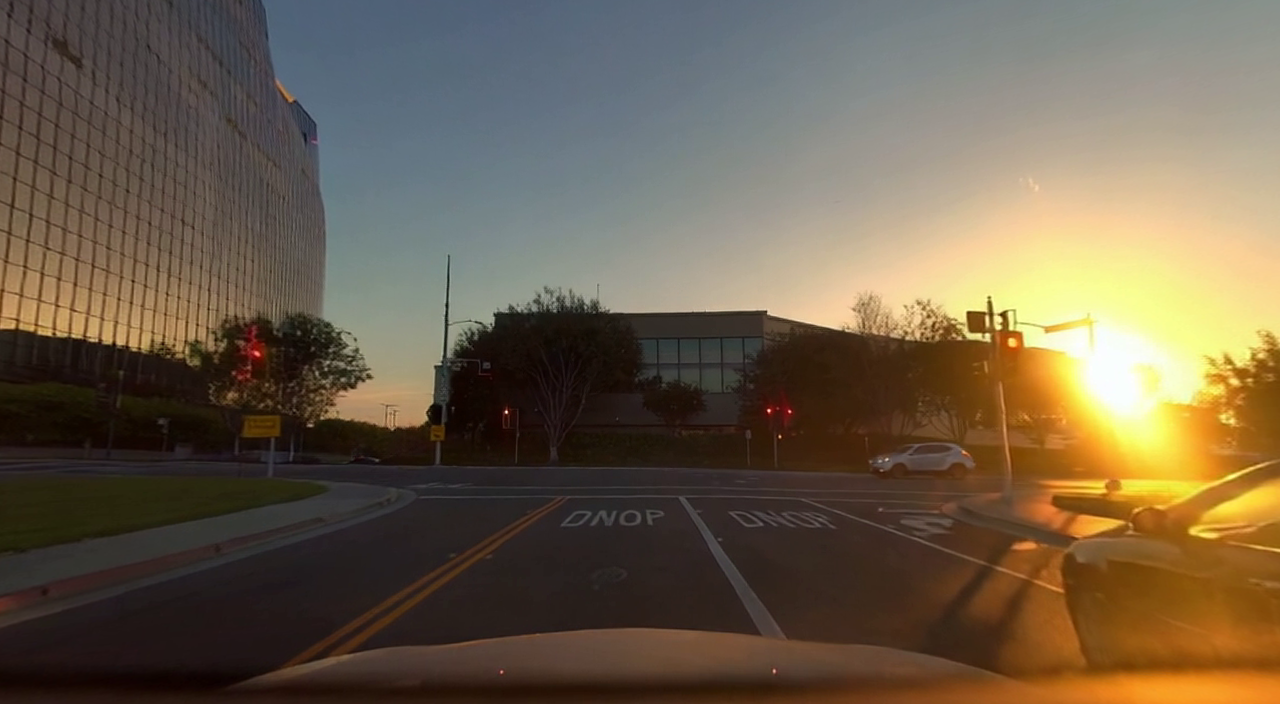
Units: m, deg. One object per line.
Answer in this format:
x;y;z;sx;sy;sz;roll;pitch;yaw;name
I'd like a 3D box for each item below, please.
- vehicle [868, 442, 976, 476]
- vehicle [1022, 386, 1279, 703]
14.920;5.672;33.535;4.715;1.671;2.030;0;-8;0;vehicle
3.381;0.805;1.538;2.036;1.583;4.911;-1;-8;3;vehicle
